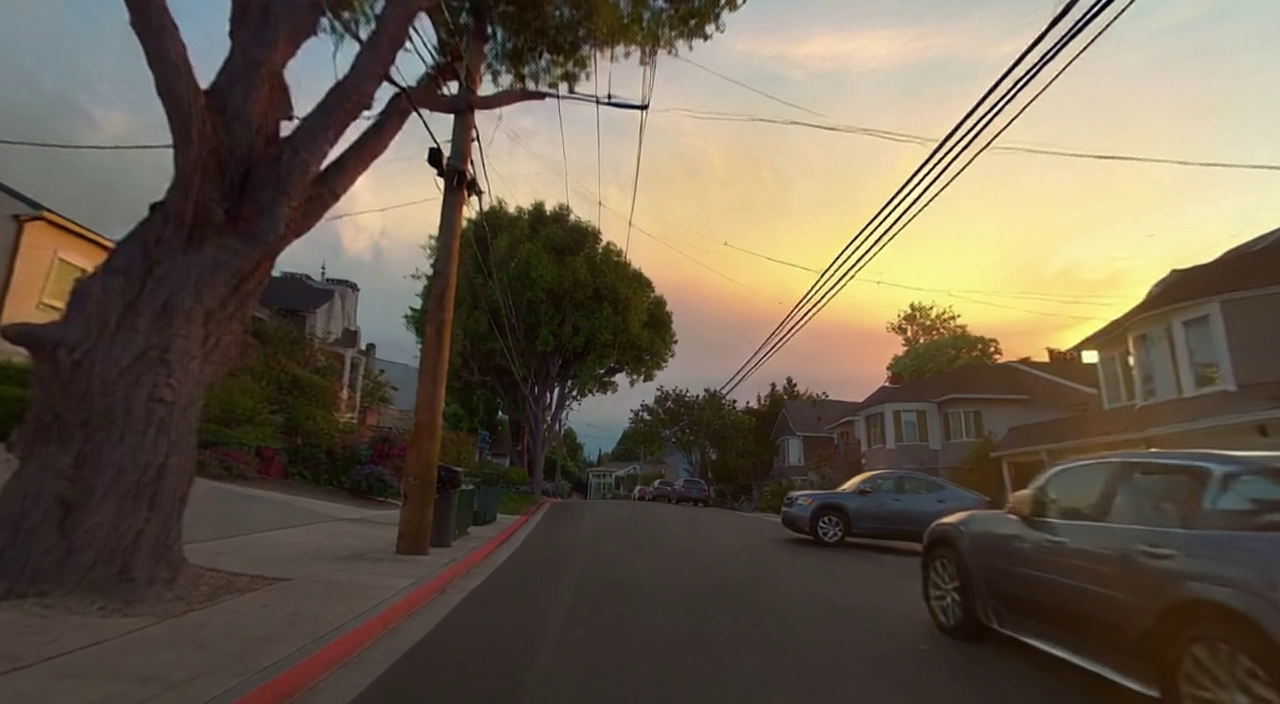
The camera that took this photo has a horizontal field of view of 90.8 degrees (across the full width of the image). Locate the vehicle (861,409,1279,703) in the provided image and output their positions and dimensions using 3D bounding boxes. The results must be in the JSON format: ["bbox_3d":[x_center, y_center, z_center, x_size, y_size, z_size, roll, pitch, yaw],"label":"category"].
[{"bbox_3d":[3.261,1.165,3.368,2.133,1.566,4.737,1,-9,-5],"label":"vehicle"}]

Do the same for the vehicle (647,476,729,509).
[{"bbox_3d":[2.759,8.164,36.946,4.413,1.728,1.869,1,-9,-9],"label":"vehicle"}]
